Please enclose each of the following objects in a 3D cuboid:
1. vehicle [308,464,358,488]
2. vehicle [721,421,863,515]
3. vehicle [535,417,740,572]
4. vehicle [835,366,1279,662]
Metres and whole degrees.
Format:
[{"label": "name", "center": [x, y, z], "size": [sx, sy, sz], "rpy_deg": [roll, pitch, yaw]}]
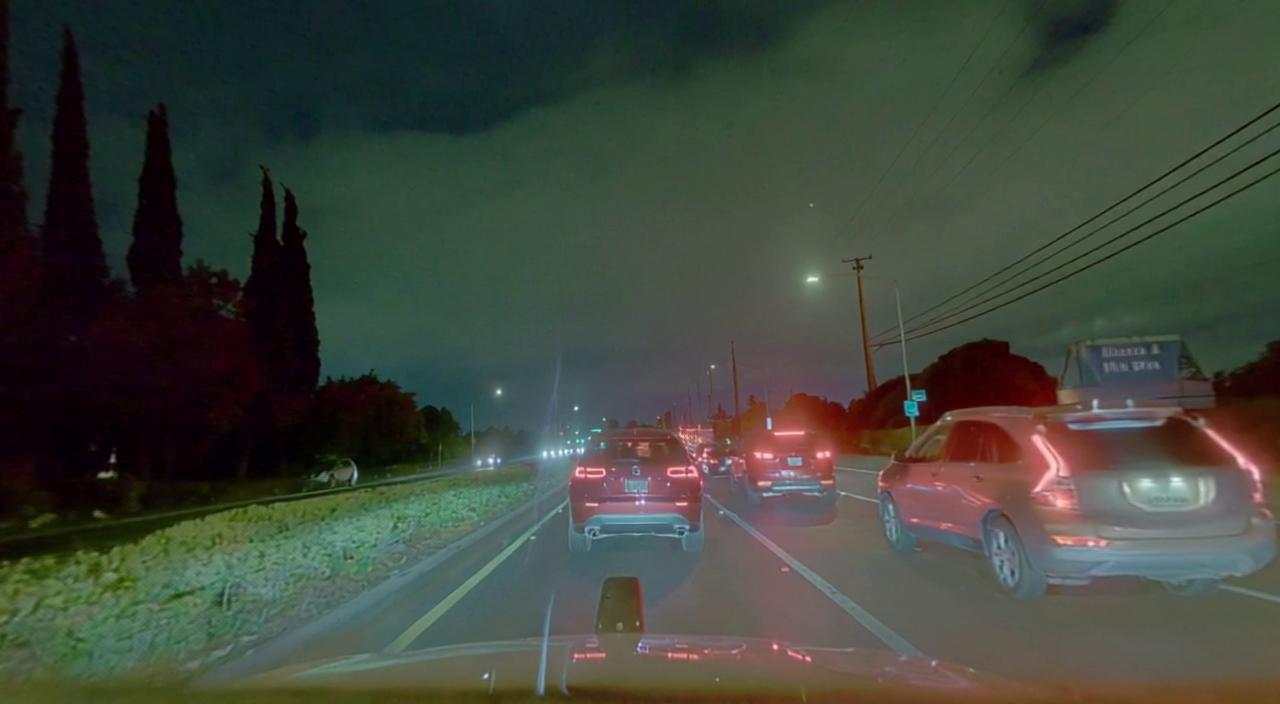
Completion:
[{"label": "vehicle", "center": [-22.895, 9.251, 47.246], "size": [1.847, 1.554, 3.926], "rpy_deg": [0, -8, -1]}, {"label": "vehicle", "center": [3.285, 2.622, 14.773], "size": [2.097, 1.818, 4.625], "rpy_deg": [0, -8, -1]}, {"label": "vehicle", "center": [-0.069, 1.846, 8.987], "size": [2.199, 1.641, 4.232], "rpy_deg": [0, -8, -1]}, {"label": "vehicle", "center": [3.509, 1.238, 5.840], "size": [2.001, 1.707, 4.250], "rpy_deg": [0, -8, -1]}]
